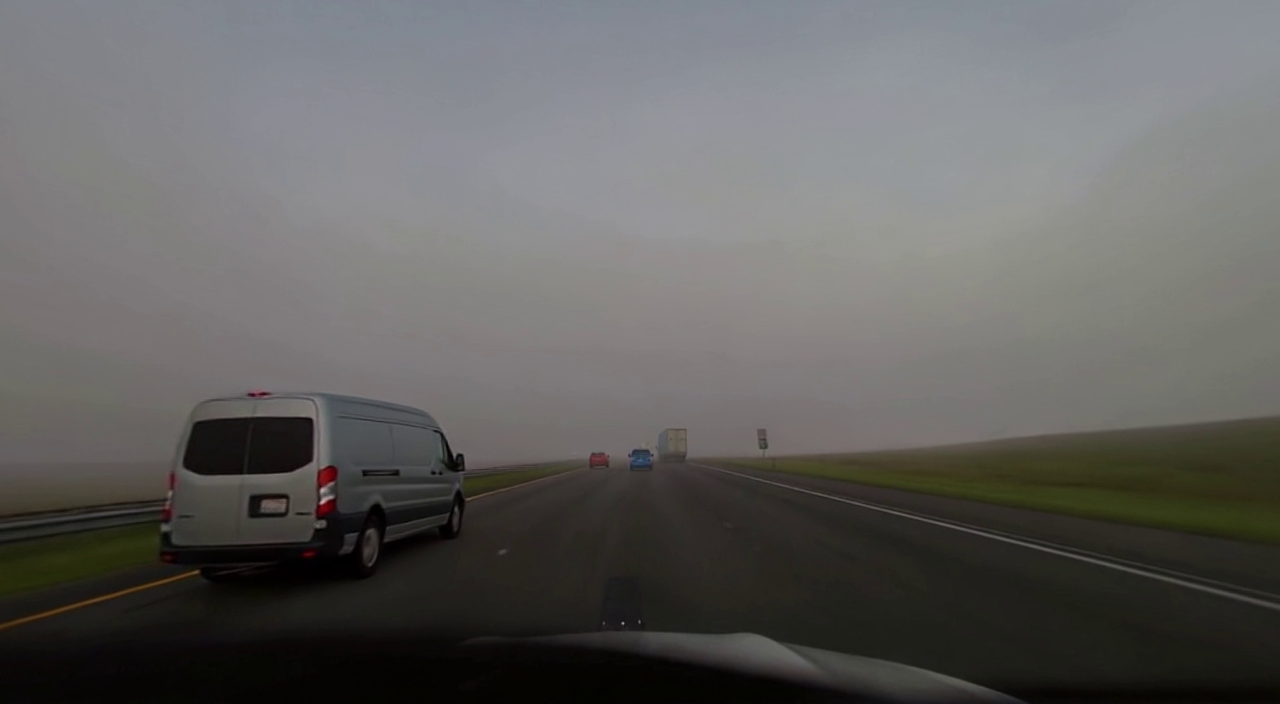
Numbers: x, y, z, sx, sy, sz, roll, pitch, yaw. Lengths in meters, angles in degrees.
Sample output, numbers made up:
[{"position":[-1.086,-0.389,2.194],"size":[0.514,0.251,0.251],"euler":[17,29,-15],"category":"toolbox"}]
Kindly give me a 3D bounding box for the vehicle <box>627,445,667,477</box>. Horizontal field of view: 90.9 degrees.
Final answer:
[{"position":[0.378,6.084,35.363],"size":[2.083,1.689,4.083],"euler":[0,-9,1],"category":"vehicle"}]

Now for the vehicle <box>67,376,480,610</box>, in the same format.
[{"position":[-3.736,1.564,7.789],"size":[2.238,1.984,4.650],"euler":[0,-9,0],"category":"vehicle"}]
